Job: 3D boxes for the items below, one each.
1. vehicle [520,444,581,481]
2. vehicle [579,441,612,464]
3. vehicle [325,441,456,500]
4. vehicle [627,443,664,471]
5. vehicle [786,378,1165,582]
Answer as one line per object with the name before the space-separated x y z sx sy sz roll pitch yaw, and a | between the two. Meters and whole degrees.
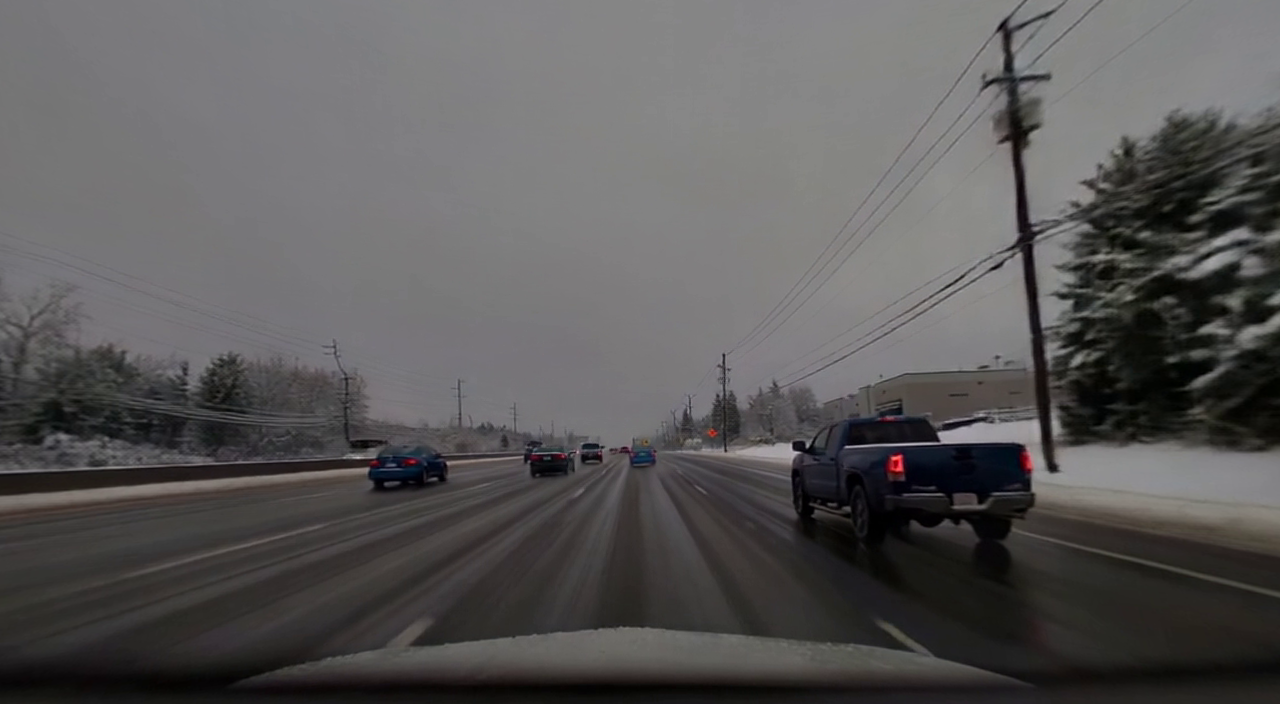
vehicle | -3.713 4.665 26.930 1.938 1.444 4.206 0 -8 0
vehicle | -3.444 7.864 49.568 2.244 1.752 4.439 0 -8 0
vehicle | -7.166 3.432 18.799 1.959 1.496 4.740 0 -8 0
vehicle | 0.296 5.994 36.216 2.030 1.471 4.115 0 -8 0
vehicle | 3.779 1.583 8.599 2.231 1.919 5.086 0 -8 -1
